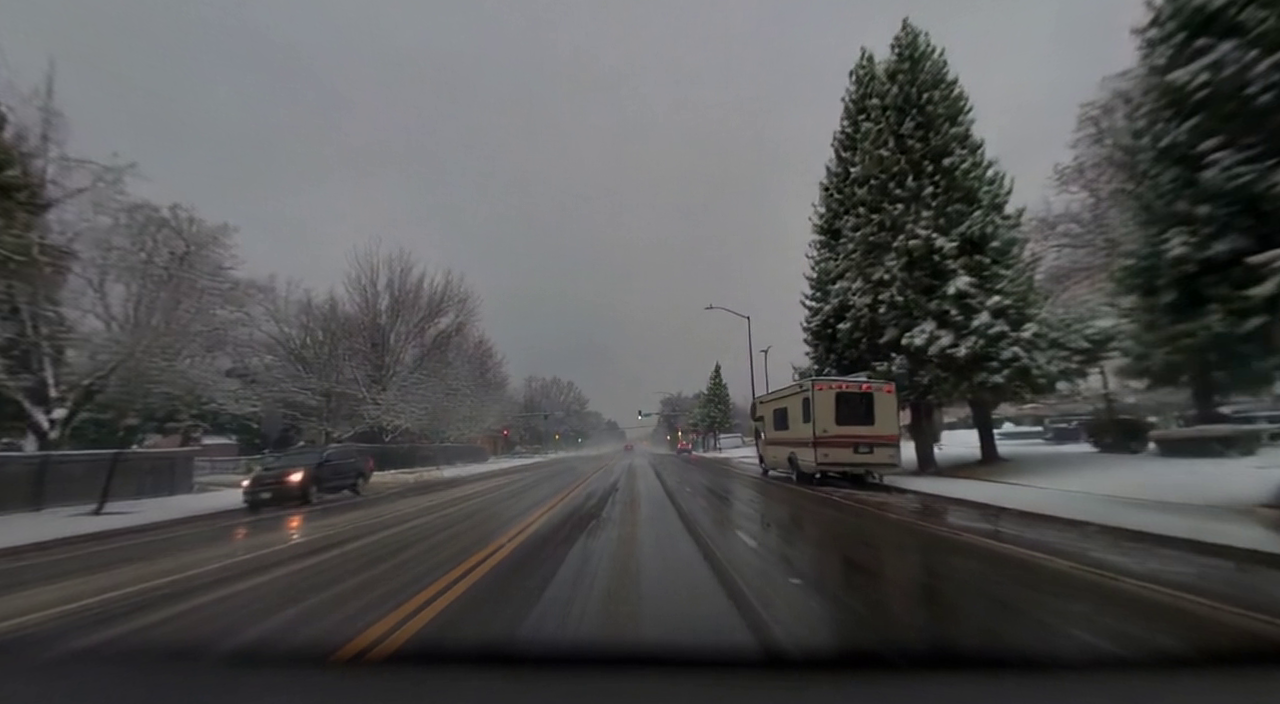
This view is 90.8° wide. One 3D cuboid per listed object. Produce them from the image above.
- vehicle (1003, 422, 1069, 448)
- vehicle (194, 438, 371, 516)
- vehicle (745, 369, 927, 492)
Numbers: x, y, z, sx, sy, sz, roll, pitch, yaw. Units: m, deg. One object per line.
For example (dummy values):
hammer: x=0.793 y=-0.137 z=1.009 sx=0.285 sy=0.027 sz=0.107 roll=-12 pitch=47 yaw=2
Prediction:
vehicle: x=27.382 y=5.817 z=43.852 sx=1.812 sy=1.658 sz=4.365 roll=-1 pitch=-8 yaw=1
vehicle: x=-9.972 y=3.465 z=18.243 sx=2.391 sy=1.843 sz=4.764 roll=-2 pitch=-8 yaw=-1
vehicle: x=5.992 y=2.800 z=21.629 sx=2.944 sy=3.252 sz=9.712 roll=0 pitch=-9 yaw=-1
